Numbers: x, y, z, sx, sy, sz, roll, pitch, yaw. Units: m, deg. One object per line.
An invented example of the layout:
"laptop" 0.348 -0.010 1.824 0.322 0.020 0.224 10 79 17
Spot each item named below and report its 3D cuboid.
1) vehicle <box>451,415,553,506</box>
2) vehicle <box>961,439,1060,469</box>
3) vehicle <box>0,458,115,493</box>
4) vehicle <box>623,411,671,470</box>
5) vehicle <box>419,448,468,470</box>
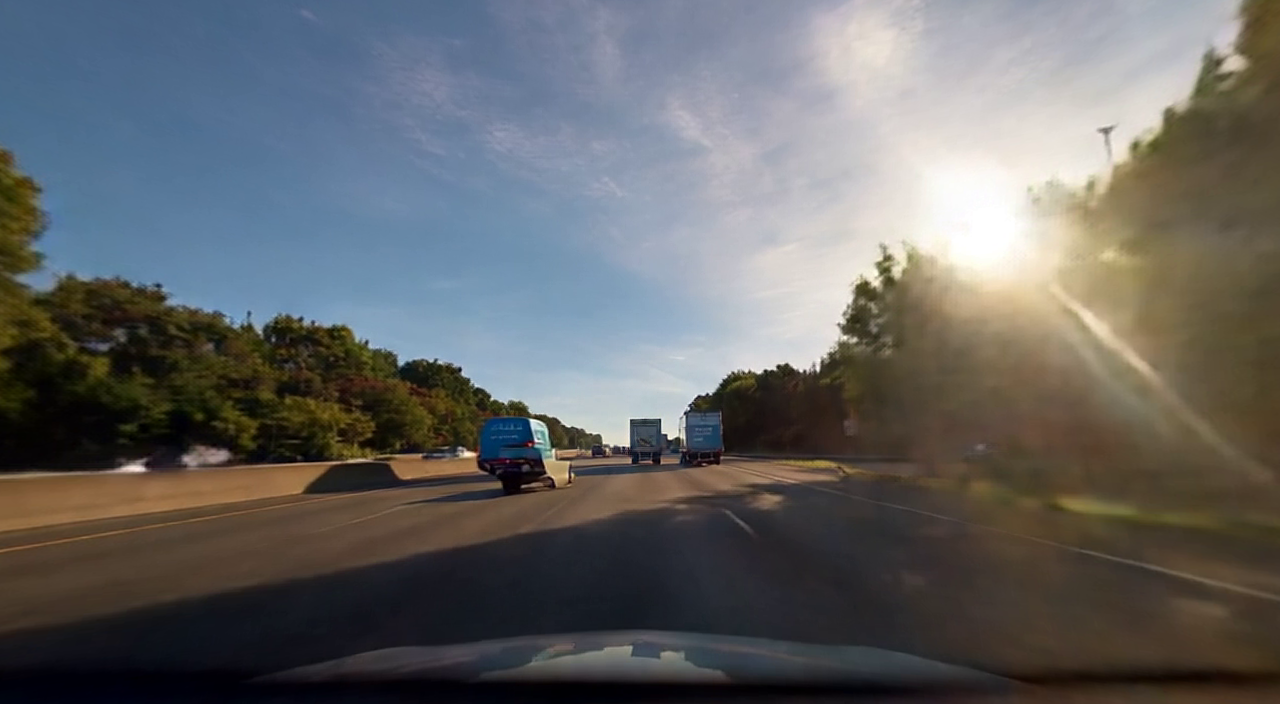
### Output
"vehicle" -3.637 2.946 17.357 2.033 2.234 3.490 0 -9 -1
"vehicle" 22.012 6.083 37.605 2.108 1.659 4.515 7 -12 -40
"vehicle" -28.074 5.887 30.326 1.774 1.479 4.454 0 -9 0
"vehicle" 0.402 6.865 48.539 3.201 4.019 10.918 0 -9 -1
"vehicle" -13.271 7.228 42.766 1.835 1.418 4.358 0 -9 1
